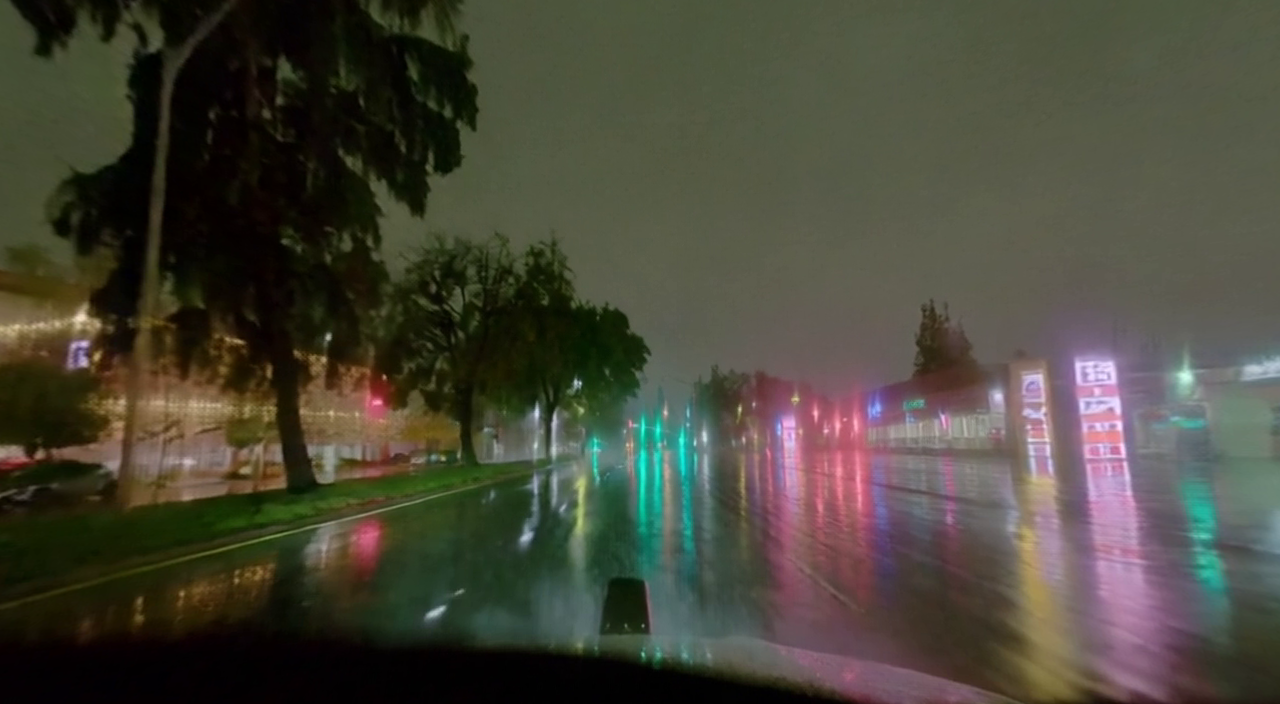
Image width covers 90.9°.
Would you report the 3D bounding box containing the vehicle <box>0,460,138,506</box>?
[{"bbox_3d":[-22.471,4.985,24.422,2.135,1.467,4.653,-1,-8,2],"label":"vehicle"}]
